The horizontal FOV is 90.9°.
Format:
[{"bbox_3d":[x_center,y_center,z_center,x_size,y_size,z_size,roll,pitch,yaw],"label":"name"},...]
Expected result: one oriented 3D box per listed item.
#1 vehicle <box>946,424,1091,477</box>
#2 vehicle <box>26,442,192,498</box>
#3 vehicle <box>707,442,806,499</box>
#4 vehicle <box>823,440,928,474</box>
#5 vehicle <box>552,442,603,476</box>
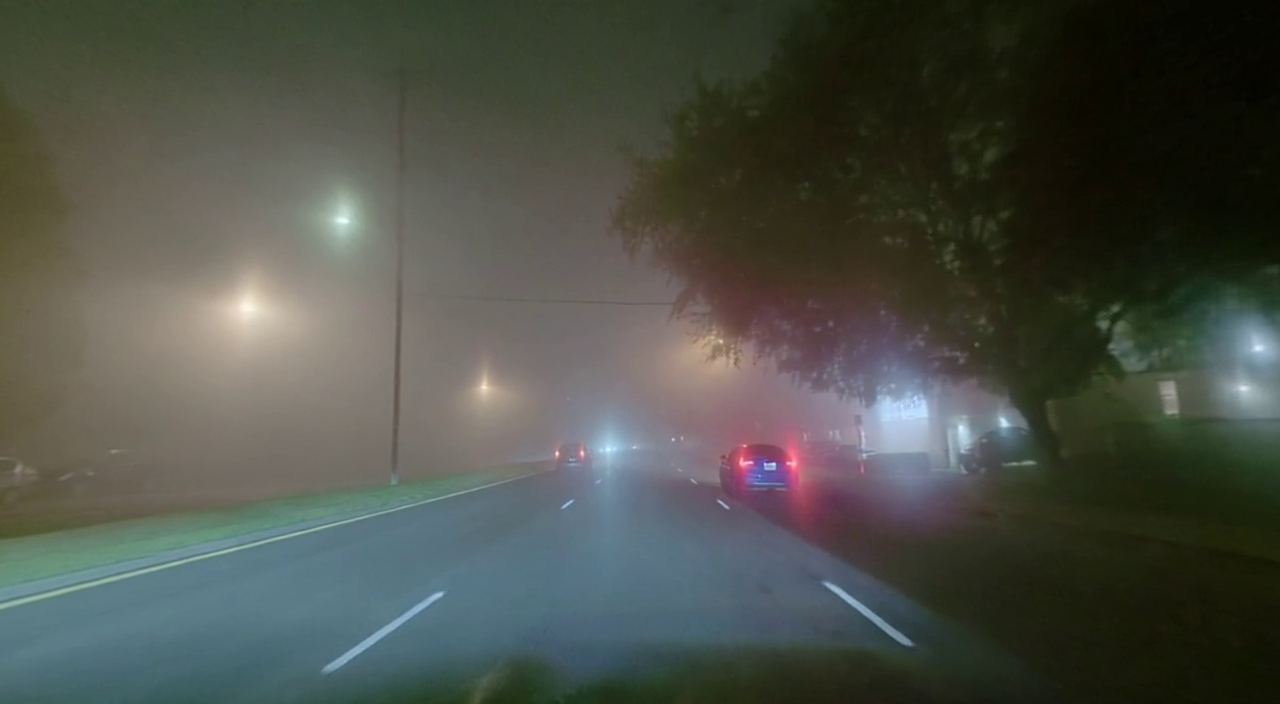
[{"bbox_3d":[16.761,4.433,28.426,2.160,2.093,5.795,1,-9,-10],"label":"vehicle"},{"bbox_3d":[-22.292,4.929,26.882,2.255,2.117,5.319,-1,-9,3],"label":"vehicle"},{"bbox_3d":[3.282,3.442,18.720,2.083,1.474,4.360,0,-9,-1],"label":"vehicle"},{"bbox_3d":[13.868,6.217,37.370,5.342,1.867,2.147,0,-8,-6],"label":"vehicle"},{"bbox_3d":[-3.145,5.487,32.606,2.113,1.626,4.129,-1,-9,2],"label":"vehicle"}]
